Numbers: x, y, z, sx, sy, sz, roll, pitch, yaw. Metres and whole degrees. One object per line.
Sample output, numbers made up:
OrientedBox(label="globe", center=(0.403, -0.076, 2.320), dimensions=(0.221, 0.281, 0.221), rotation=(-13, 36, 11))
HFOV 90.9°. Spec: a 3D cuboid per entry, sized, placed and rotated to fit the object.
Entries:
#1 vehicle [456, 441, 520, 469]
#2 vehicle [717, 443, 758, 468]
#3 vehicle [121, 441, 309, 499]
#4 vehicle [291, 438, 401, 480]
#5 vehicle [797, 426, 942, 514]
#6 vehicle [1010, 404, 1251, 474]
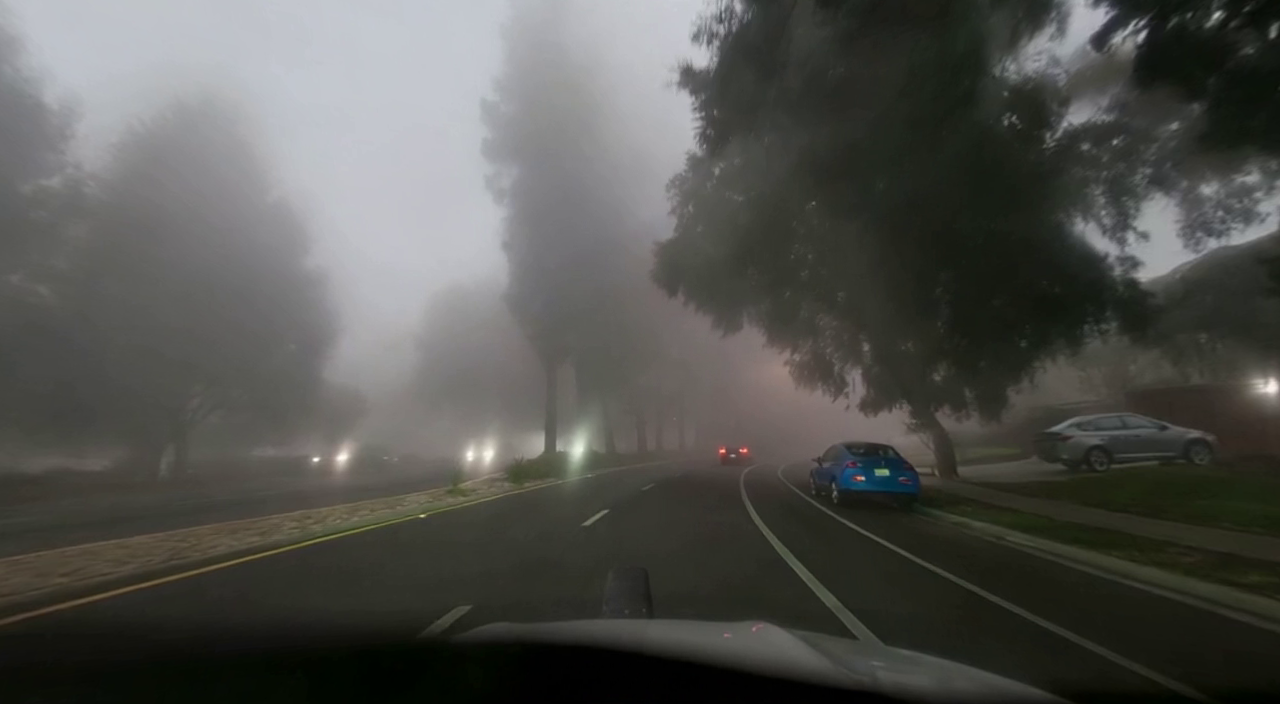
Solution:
OrientedBox(label="vehicle", center=(-8.854, 6.045, 37.092), dimensions=(1.907, 1.539, 4.430), rotation=(-2, -9, 11))
OrientedBox(label="vehicle", center=(6.098, 6.433, 39.217), dimensions=(2.050, 1.456, 4.003), rotation=(-2, -9, 15))
OrientedBox(label="vehicle", center=(-12.035, 3.343, 18.323), dimensions=(1.774, 1.447, 4.575), rotation=(-2, -9, 9))
OrientedBox(label="vehicle", center=(-14.057, 5.148, 30.568), dimensions=(2.281, 1.822, 5.025), rotation=(-2, -9, 10))
OrientedBox(label="vehicle", center=(5.072, 2.648, 14.628), dimensions=(2.169, 1.713, 4.137), rotation=(-1, -9, 6))
OrientedBox(label="vehicle", center=(12.904, 2.345, 16.873), dimensions=(4.612, 1.721, 2.052), rotation=(0, -8, 2))
